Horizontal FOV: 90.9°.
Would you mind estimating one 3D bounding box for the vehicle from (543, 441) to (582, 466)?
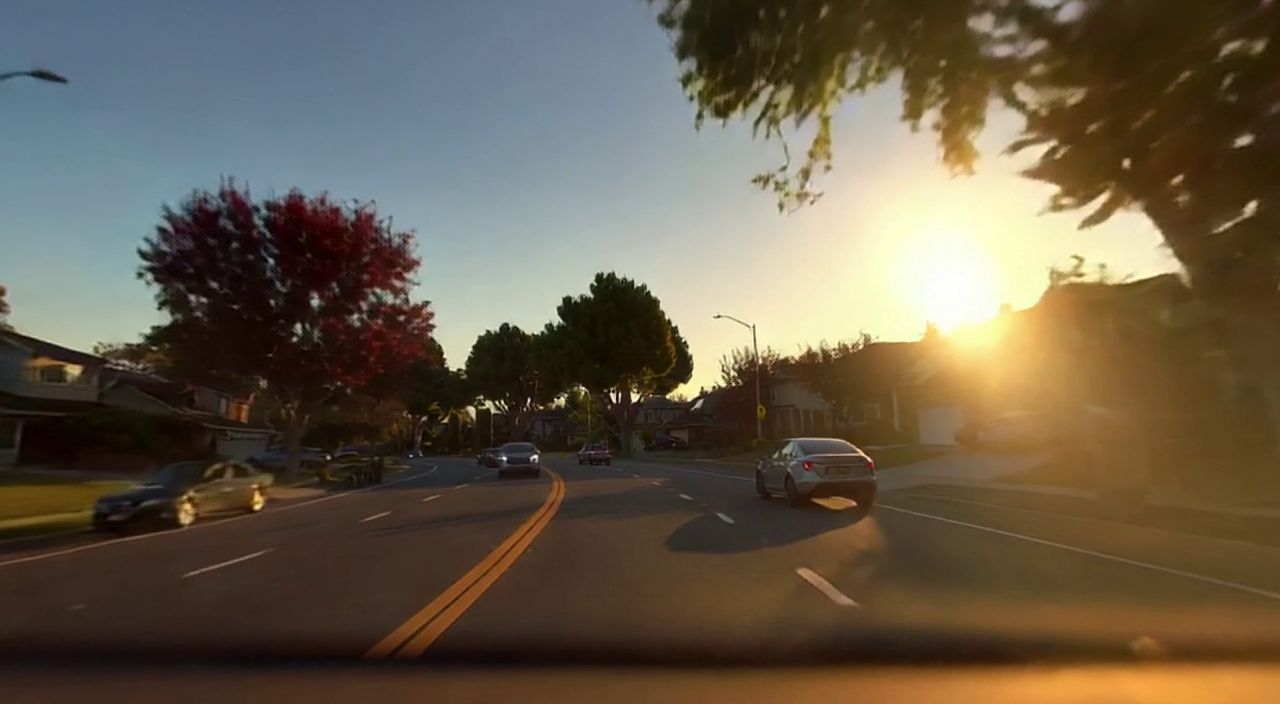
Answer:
[{"bbox_3d":[-5.622,7.275,45.176,2.106,1.667,4.367,2,-9,-16],"label":"vehicle"}]

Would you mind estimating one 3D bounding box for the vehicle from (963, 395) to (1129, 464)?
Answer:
[{"bbox_3d":[14.801,2.834,23.164,4.455,1.795,2.331,-7,-6,-8],"label":"vehicle"}]

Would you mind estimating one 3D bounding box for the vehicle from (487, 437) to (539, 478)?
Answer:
[{"bbox_3d":[-6.300,5.193,31.468,2.316,1.845,4.805,1,-9,-10],"label":"vehicle"}]

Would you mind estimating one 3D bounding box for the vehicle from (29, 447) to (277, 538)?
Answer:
[{"bbox_3d":[-10.739,3.062,14.546,2.038,1.690,4.825,0,-8,-3],"label":"vehicle"}]

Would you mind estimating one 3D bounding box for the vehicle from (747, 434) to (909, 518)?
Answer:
[{"bbox_3d":[3.827,2.597,13.773,1.934,1.506,4.282,0,-8,-4],"label":"vehicle"}]
